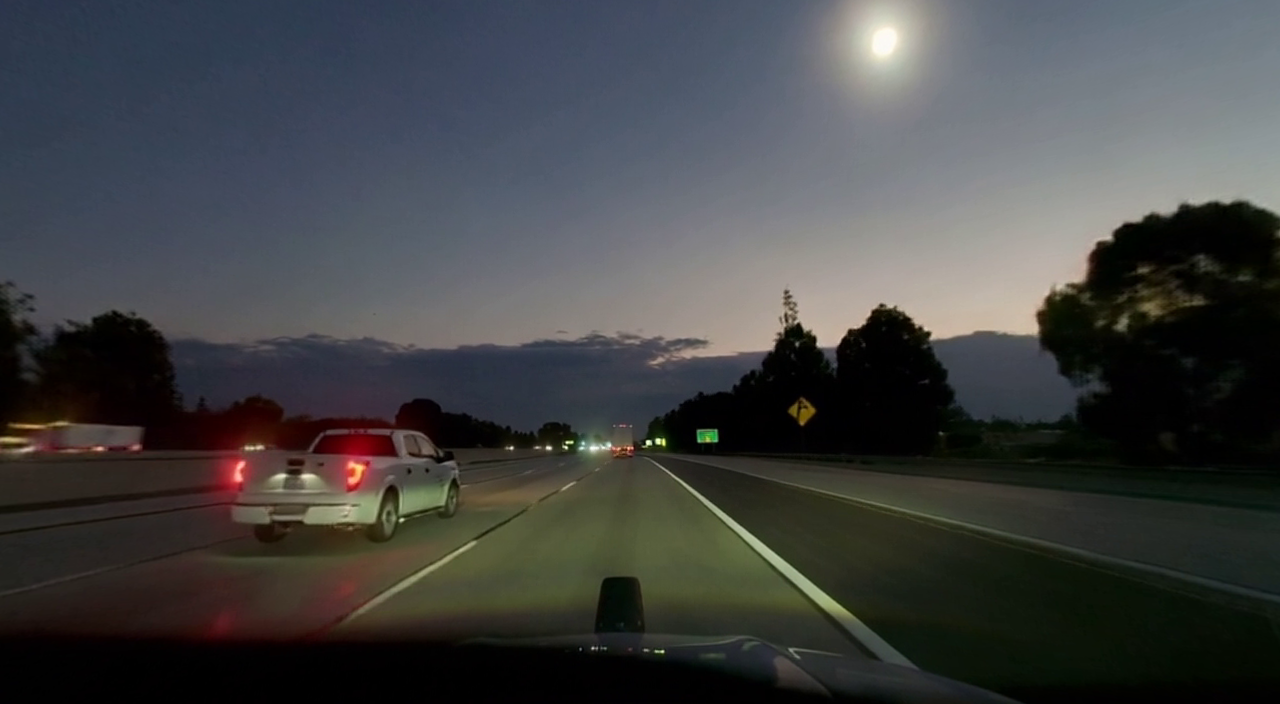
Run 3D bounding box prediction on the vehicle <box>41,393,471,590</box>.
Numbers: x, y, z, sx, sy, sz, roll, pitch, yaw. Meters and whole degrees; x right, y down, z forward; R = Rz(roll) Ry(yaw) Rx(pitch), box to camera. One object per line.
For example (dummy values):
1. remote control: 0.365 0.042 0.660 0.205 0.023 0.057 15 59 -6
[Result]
1. vehicle: -4.100 1.606 8.186 2.316 1.731 5.126 0 -8 1
